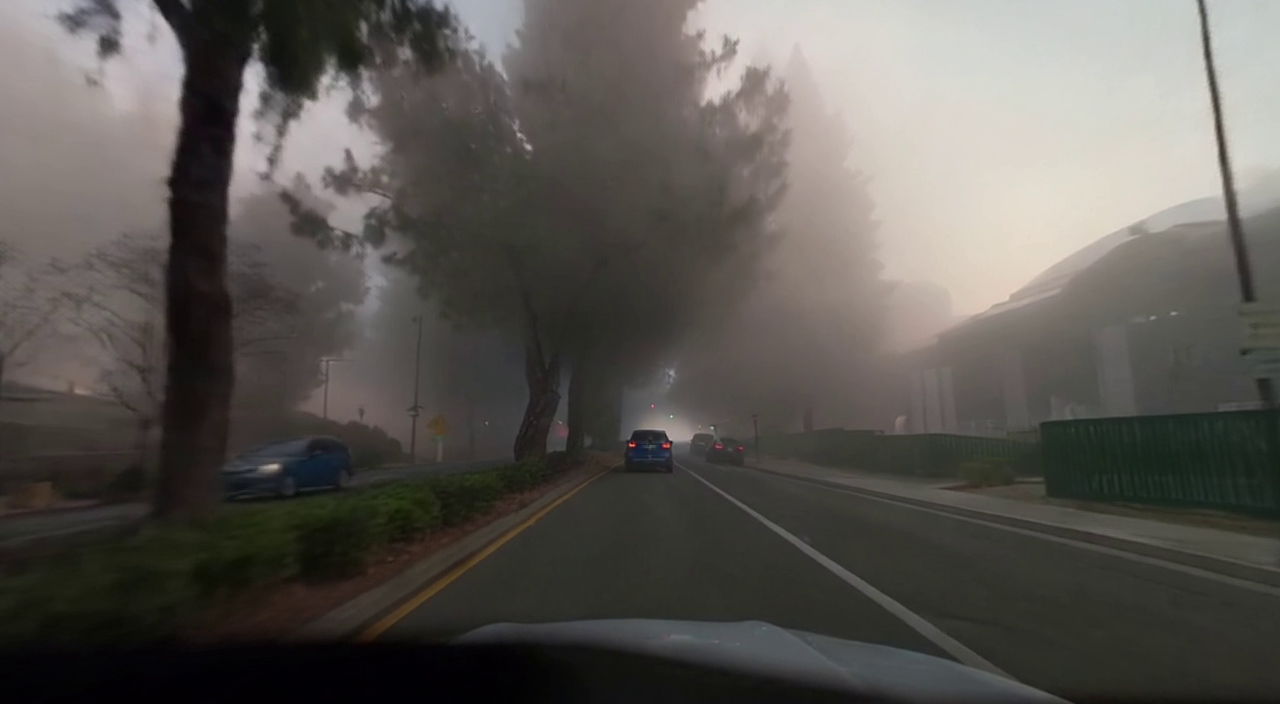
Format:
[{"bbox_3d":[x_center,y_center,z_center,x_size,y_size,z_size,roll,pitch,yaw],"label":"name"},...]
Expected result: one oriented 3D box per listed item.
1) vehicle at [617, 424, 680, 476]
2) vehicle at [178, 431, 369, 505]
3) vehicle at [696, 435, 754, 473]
[{"bbox_3d":[0.378,4.030,26.015,2.386,1.947,4.168,-1,-9,1],"label":"vehicle"},{"bbox_3d":[-8.643,2.767,15.497,2.028,1.502,4.646,0,-9,-2],"label":"vehicle"},{"bbox_3d":[4.066,4.960,30.864,2.138,1.699,4.852,0,-9,0],"label":"vehicle"}]
